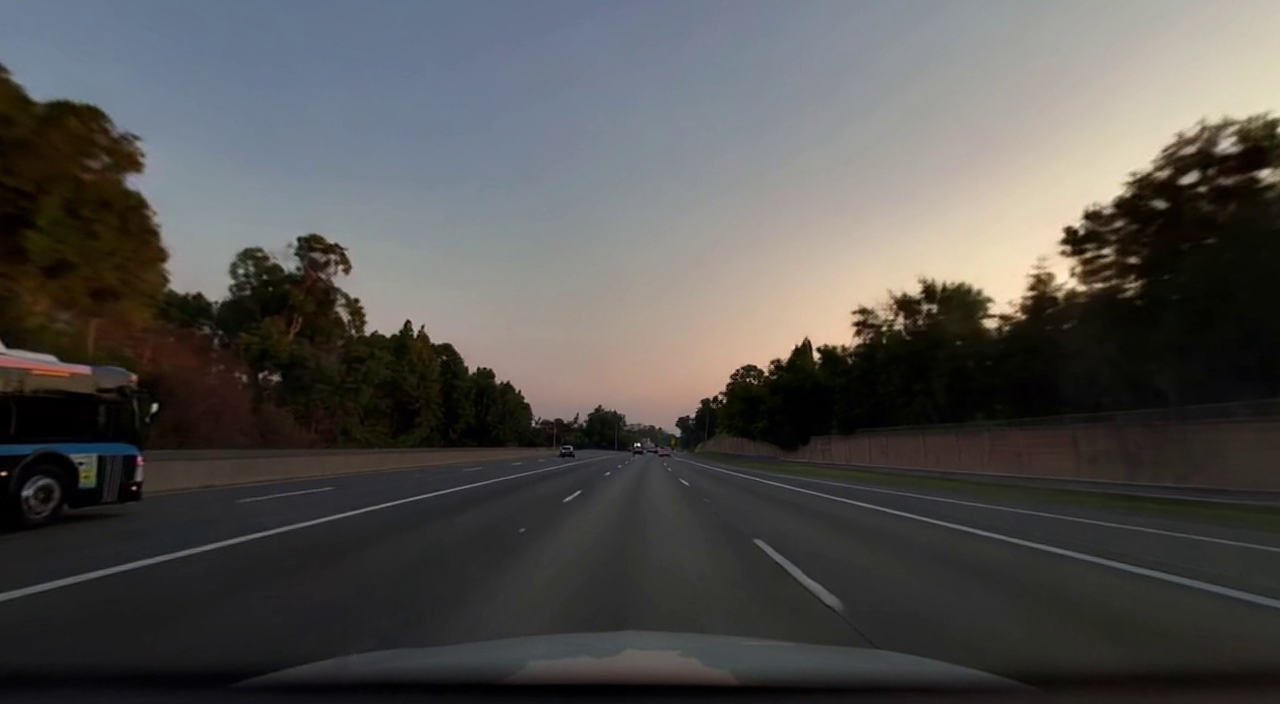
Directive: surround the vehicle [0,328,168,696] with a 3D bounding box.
[{"bbox_3d":[-4.565,0.656,1.949,2.127,1.985,5.205,0,-8,0],"label":"vehicle"}]
